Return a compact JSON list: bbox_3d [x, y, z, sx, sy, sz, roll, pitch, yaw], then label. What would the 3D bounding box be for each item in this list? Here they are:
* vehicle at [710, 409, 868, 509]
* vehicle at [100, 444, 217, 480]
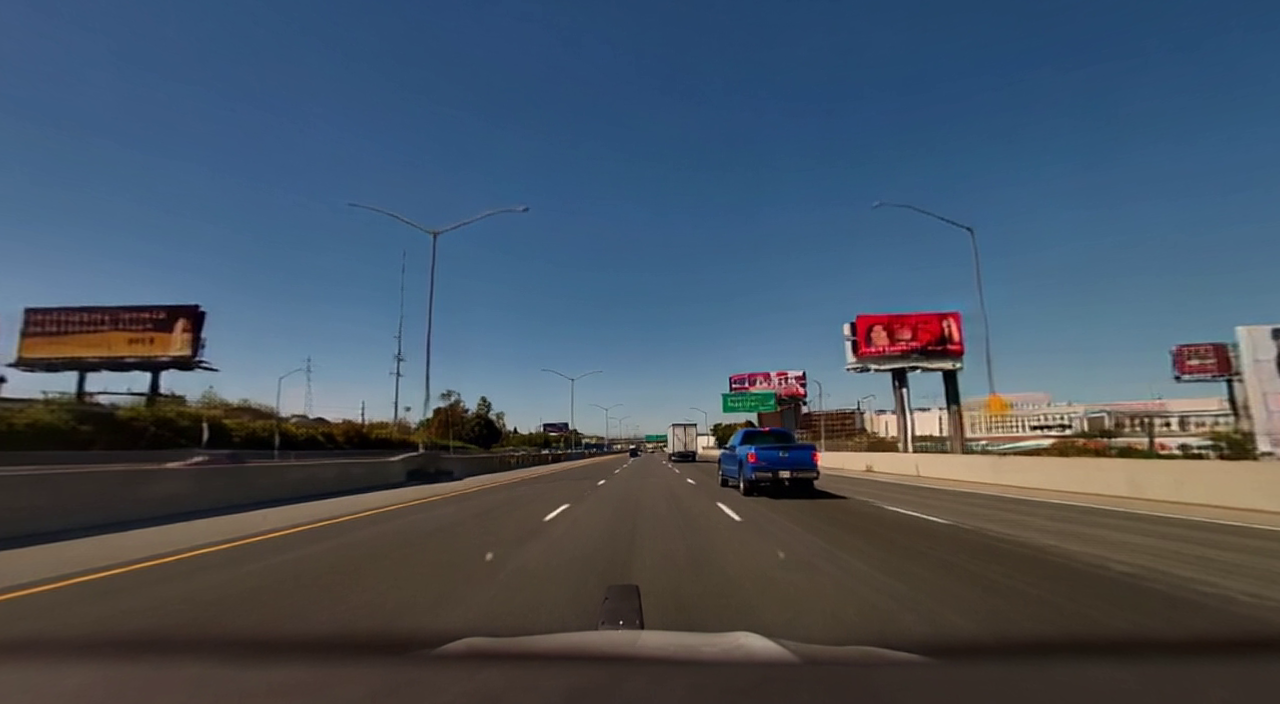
[{"bbox_3d":[3.583,2.818,16.871,2.740,2.157,6.300,0,-9,1],"label":"vehicle"},{"bbox_3d":[-24.471,5.611,32.280,1.940,1.663,4.937,-1,-9,2],"label":"vehicle"}]
